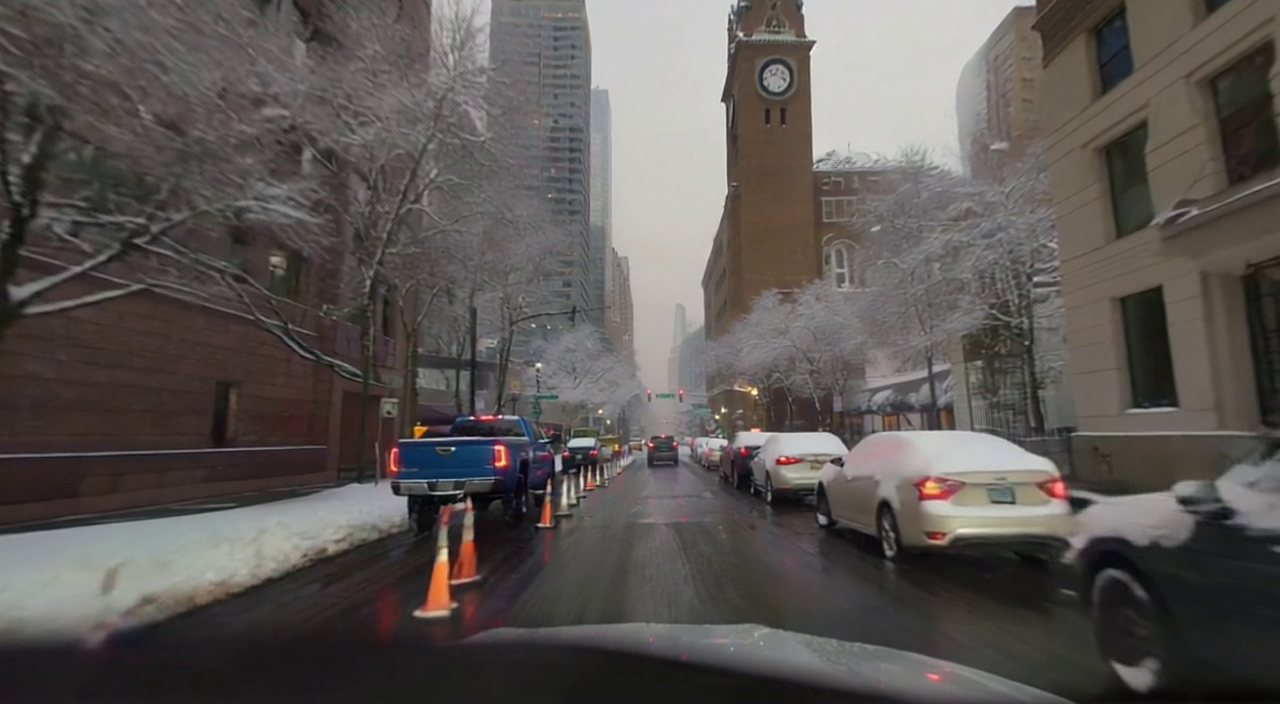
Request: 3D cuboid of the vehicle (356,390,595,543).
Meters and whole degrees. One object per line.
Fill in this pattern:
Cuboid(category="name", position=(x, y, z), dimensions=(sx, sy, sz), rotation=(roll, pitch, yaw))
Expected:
Cuboid(category="vehicle", position=(-2.325, 1.904, 10.995), dimensions=(2.452, 1.954, 5.653), rotation=(0, -9, 2))

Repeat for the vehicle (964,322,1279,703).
Cuboid(category="vehicle", position=(3.198, 0.747, 2.124), dimensions=(1.923, 1.708, 4.239), rotation=(0, -9, 0))

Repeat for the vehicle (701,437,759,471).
Cuboid(category="vehicle", position=(4.206, 4.835, 30.282), dimensions=(2.021, 1.506, 4.643), rotation=(0, -8, -1))

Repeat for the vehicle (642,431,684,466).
Cuboid(category="vehicle", position=(1.245, 5.330, 34.875), dimensions=(2.183, 1.784, 4.317), rotation=(0, -9, 1))
